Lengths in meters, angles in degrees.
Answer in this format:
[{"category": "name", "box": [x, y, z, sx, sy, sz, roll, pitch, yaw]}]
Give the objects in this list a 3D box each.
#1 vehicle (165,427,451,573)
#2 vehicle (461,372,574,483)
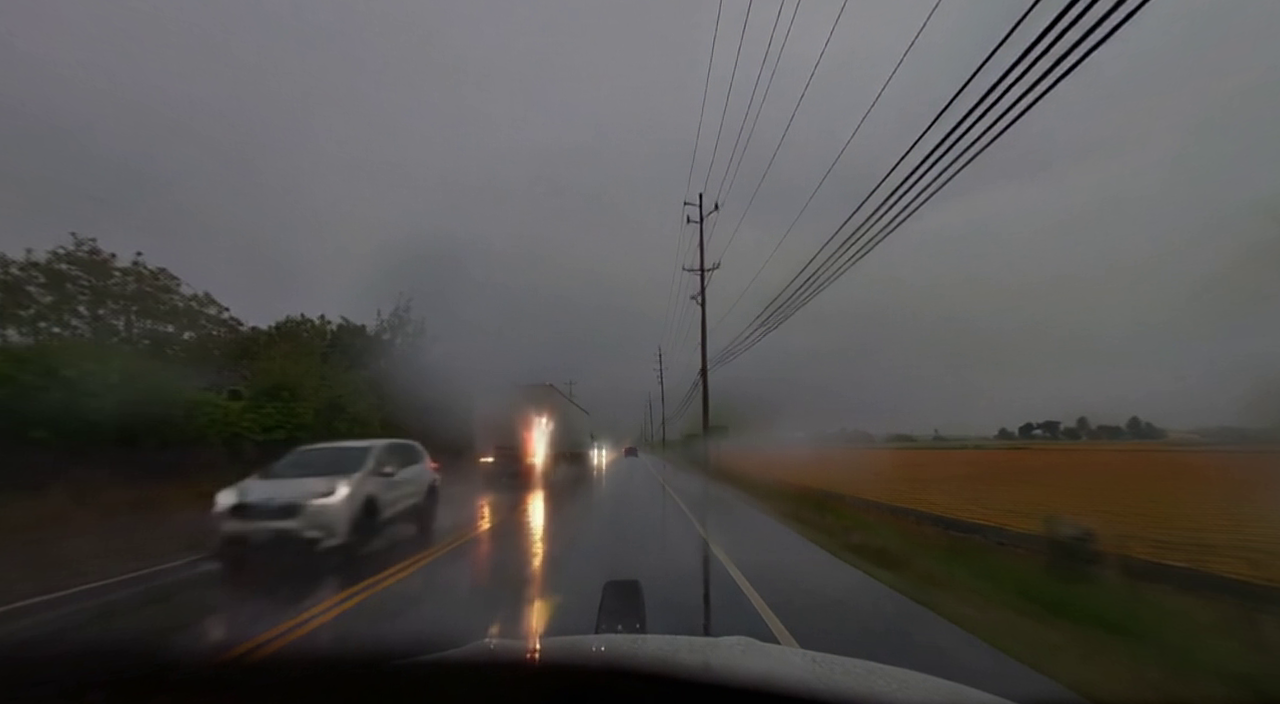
[{"category": "vehicle", "box": [-4.685, 2.089, 9.910, 2.100, 1.664, 4.451, -2, -8, 0]}, {"category": "vehicle", "box": [-4.810, 3.293, 26.365, 3.544, 4.103, 5.897, 0, -10, -1]}]
